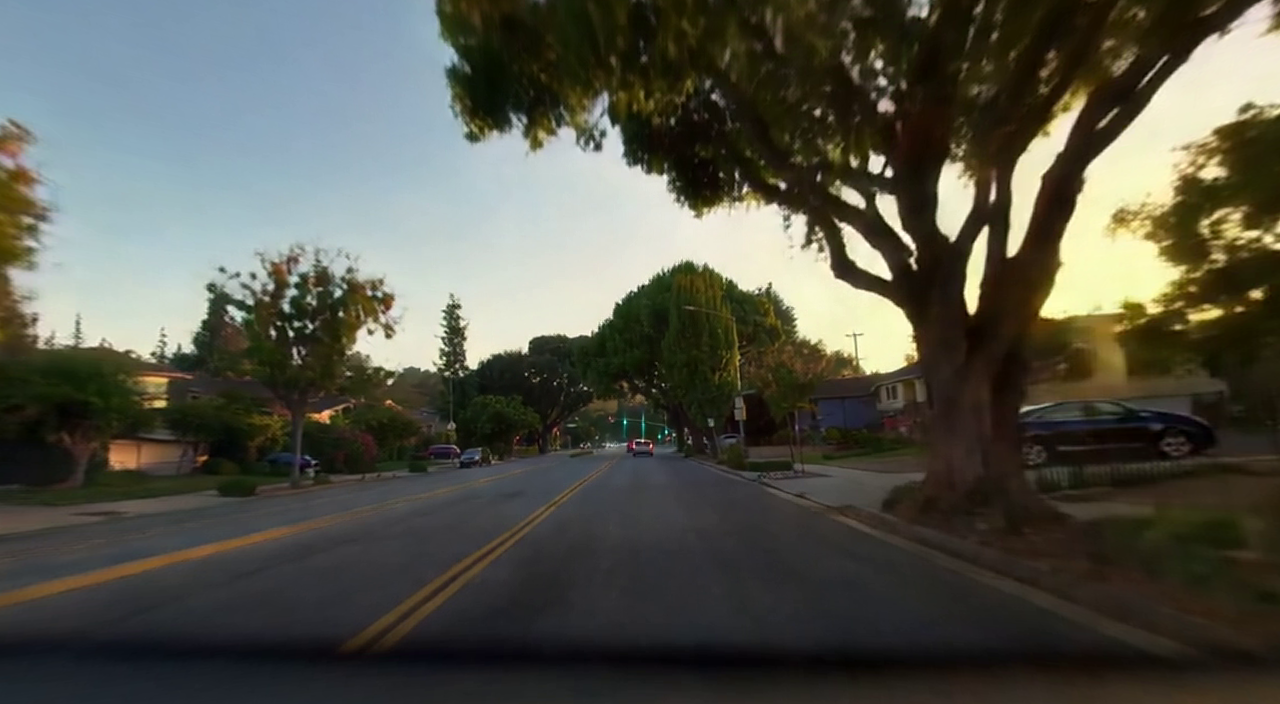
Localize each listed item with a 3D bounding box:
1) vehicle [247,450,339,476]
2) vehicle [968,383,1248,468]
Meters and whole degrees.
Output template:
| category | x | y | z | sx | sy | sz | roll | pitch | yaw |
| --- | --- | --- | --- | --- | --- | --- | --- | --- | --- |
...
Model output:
| category | x | y | z | sx | sy | sz | roll | pitch | yaw |
| --- | --- | --- | --- | --- | --- | --- | --- | --- | --- |
| vehicle | -22.688 | 7.284 | 41.379 | 4.791 | 1.564 | 2.125 | 0 | -8 | -5 |
| vehicle | 11.200 | 1.874 | 15.579 | 4.996 | 1.563 | 1.984 | -6 | -10 | 14 |
